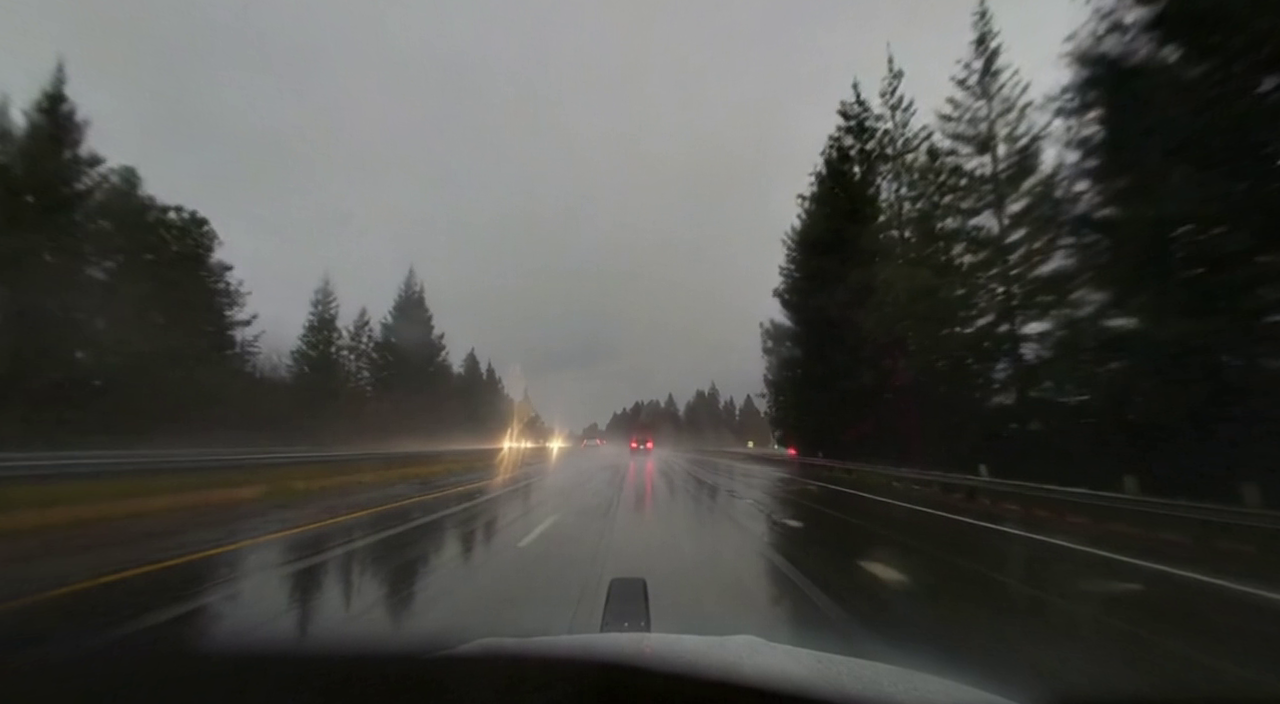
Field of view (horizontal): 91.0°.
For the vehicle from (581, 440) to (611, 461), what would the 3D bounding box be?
[{"bbox_3d":[-3.313,7.424,47.635,2.057,1.514,3.845,0,-8,-1],"label":"vehicle"}]
